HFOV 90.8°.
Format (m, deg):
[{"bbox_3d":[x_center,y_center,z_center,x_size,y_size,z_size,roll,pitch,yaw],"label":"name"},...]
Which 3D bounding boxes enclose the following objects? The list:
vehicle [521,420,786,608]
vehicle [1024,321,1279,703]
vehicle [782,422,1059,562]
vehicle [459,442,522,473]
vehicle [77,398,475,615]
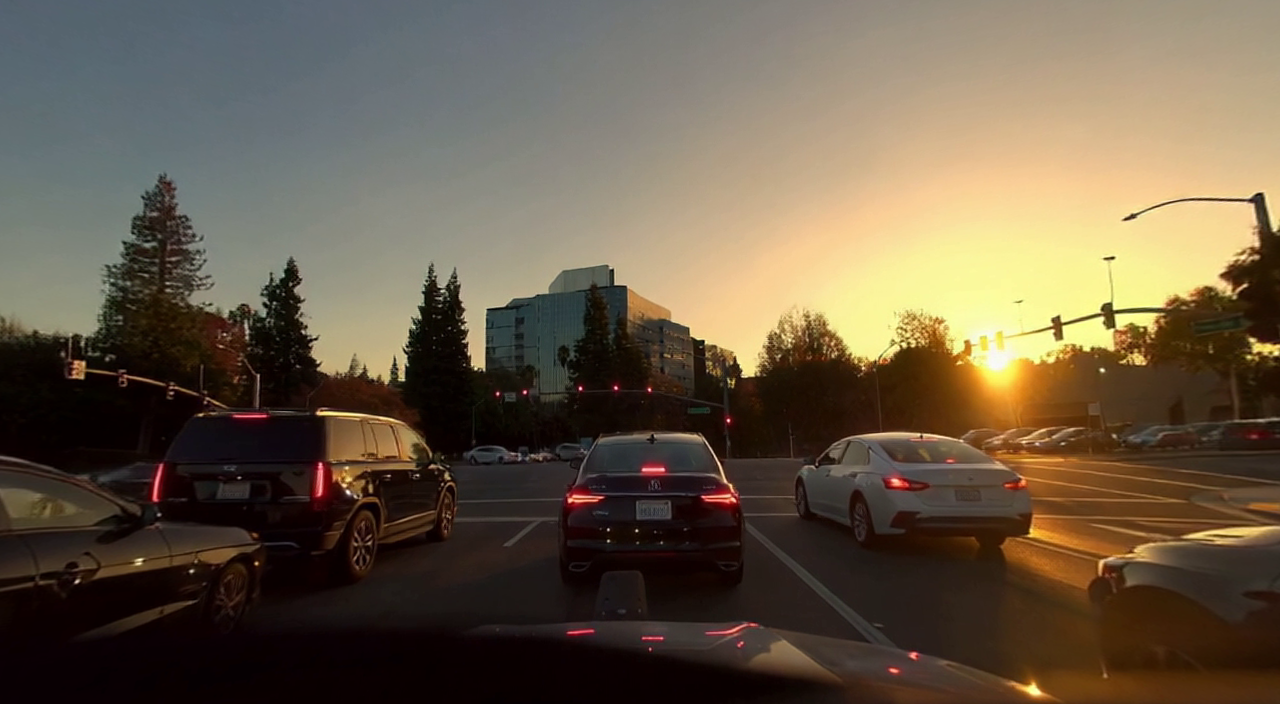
[{"bbox_3d":[0.051,1.600,7.139,2.114,1.482,4.056,0,-9,-2],"label":"vehicle"},{"bbox_3d":[3.227,0.621,1.252,2.178,1.691,4.314,0,-9,0],"label":"vehicle"},{"bbox_3d":[3.534,1.848,9.064,1.874,1.487,4.404,0,-9,-1],"label":"vehicle"},{"bbox_3d":[-9.276,6.430,38.868,2.447,1.755,5.141,5,-10,-28],"label":"vehicle"},{"bbox_3d":[-3.420,1.535,7.160,1.958,1.693,4.242,0,-9,0],"label":"vehicle"}]
